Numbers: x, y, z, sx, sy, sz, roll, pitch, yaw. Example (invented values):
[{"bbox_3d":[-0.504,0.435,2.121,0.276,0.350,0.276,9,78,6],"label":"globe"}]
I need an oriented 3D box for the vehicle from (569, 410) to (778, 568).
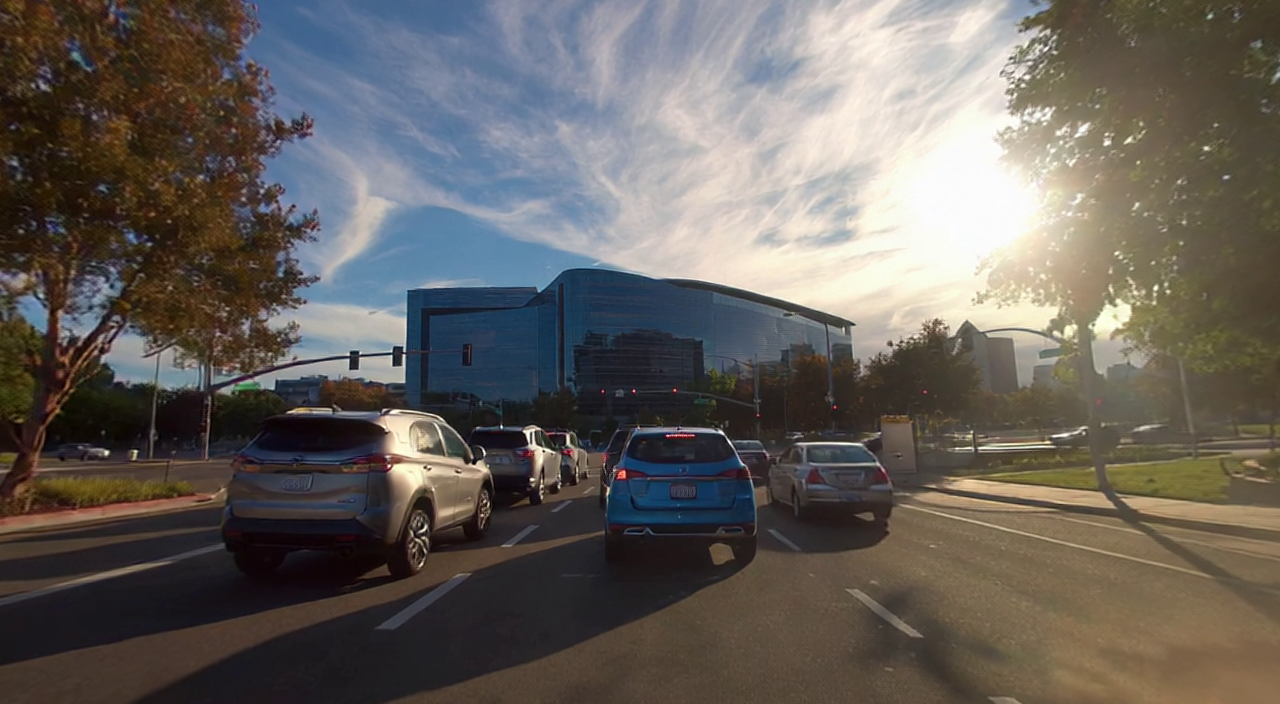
[{"bbox_3d":[0.371,1.756,8.778,2.189,1.649,4.171,0,-8,1],"label":"vehicle"}]

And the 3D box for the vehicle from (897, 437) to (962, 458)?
[{"bbox_3d":[20.155,6.661,43.867,3.944,1.398,1.701,-4,-9,24],"label":"vehicle"}]

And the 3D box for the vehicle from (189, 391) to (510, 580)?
[{"bbox_3d":[-3.256,1.606,8.310,2.085,1.812,4.388,0,-8,0],"label":"vehicle"}]

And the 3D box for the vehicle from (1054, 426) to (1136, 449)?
[{"bbox_3d":[33.284,6.320,46.227,4.632,1.580,1.801,-5,-10,30],"label":"vehicle"}]

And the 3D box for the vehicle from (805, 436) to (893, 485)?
[{"bbox_3d":[7.454,3.889,22.961,2.067,1.599,4.251,-1,-8,5],"label":"vehicle"}]
